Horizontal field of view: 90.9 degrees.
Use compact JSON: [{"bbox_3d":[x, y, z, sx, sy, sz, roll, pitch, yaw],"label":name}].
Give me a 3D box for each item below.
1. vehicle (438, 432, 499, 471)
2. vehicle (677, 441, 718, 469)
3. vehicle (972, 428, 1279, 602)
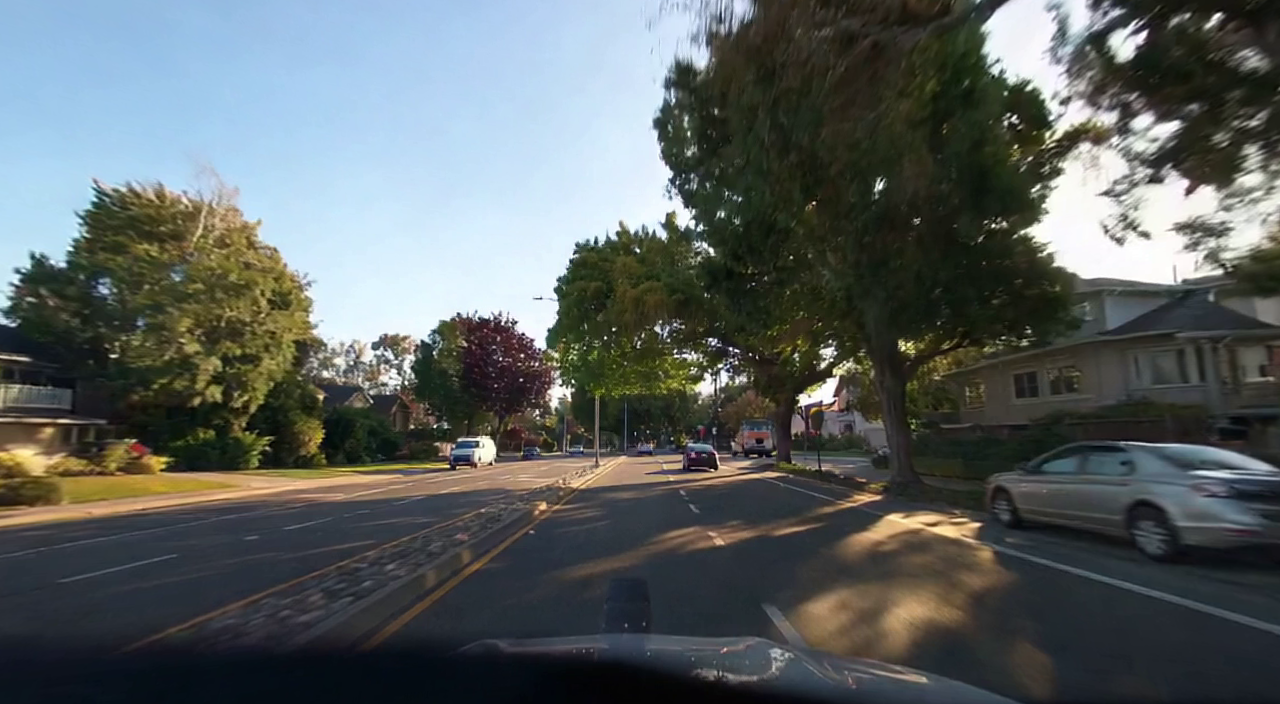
[{"bbox_3d":[-11.564,6.761,42.970,2.347,2.428,6.149,0,-8,1],"label":"vehicle"},{"bbox_3d":[3.222,5.837,35.915,1.960,1.479,4.086,0,-8,0],"label":"vehicle"},{"bbox_3d":[6.453,1.760,7.870,1.999,1.476,4.791,0,-8,0],"label":"vehicle"}]
